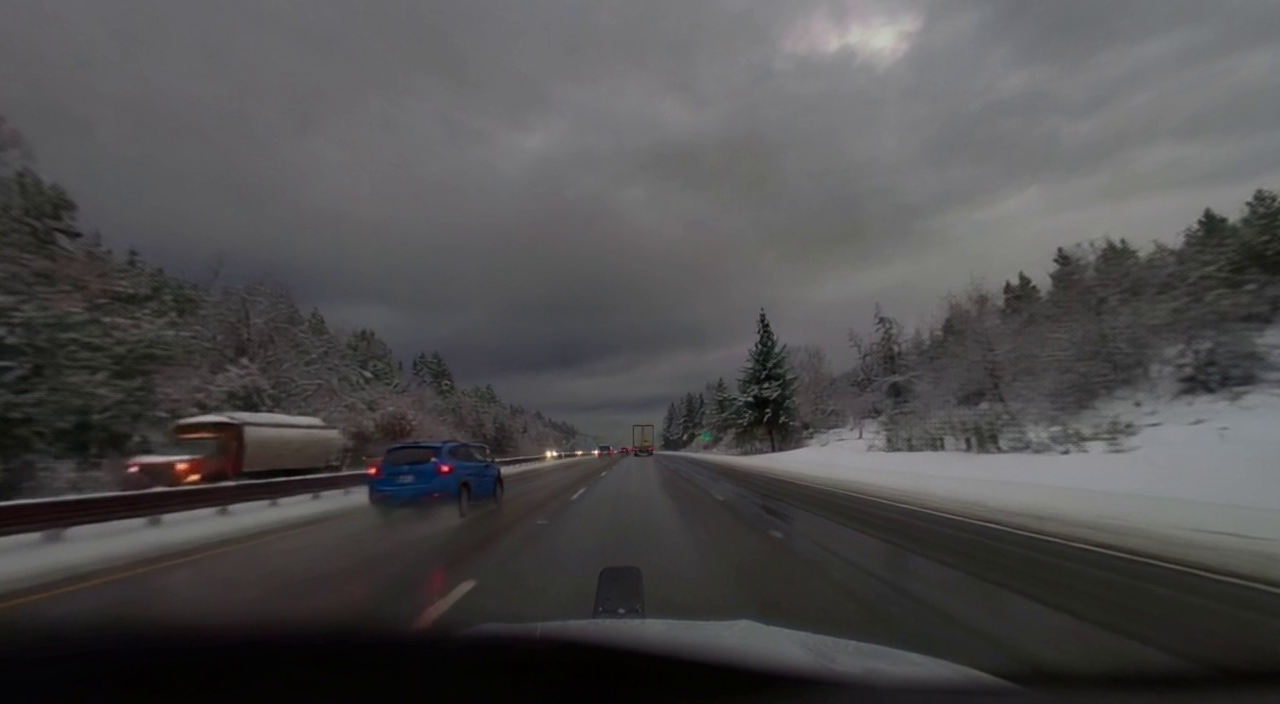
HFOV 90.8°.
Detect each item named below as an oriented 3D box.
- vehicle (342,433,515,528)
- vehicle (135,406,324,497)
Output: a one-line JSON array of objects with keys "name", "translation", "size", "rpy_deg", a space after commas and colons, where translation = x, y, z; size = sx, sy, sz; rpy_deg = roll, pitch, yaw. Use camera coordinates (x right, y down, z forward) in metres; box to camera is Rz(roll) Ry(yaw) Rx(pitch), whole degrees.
[{"name": "vehicle", "translation": [-3.904, 2.428, 12.439], "size": [2.018, 1.548, 3.849], "rpy_deg": [-1, -9, 1]}, {"name": "vehicle", "translation": [-16.727, 4.172, 26.599], "size": [2.848, 3.224, 7.360], "rpy_deg": [-1, -9, 1]}]
